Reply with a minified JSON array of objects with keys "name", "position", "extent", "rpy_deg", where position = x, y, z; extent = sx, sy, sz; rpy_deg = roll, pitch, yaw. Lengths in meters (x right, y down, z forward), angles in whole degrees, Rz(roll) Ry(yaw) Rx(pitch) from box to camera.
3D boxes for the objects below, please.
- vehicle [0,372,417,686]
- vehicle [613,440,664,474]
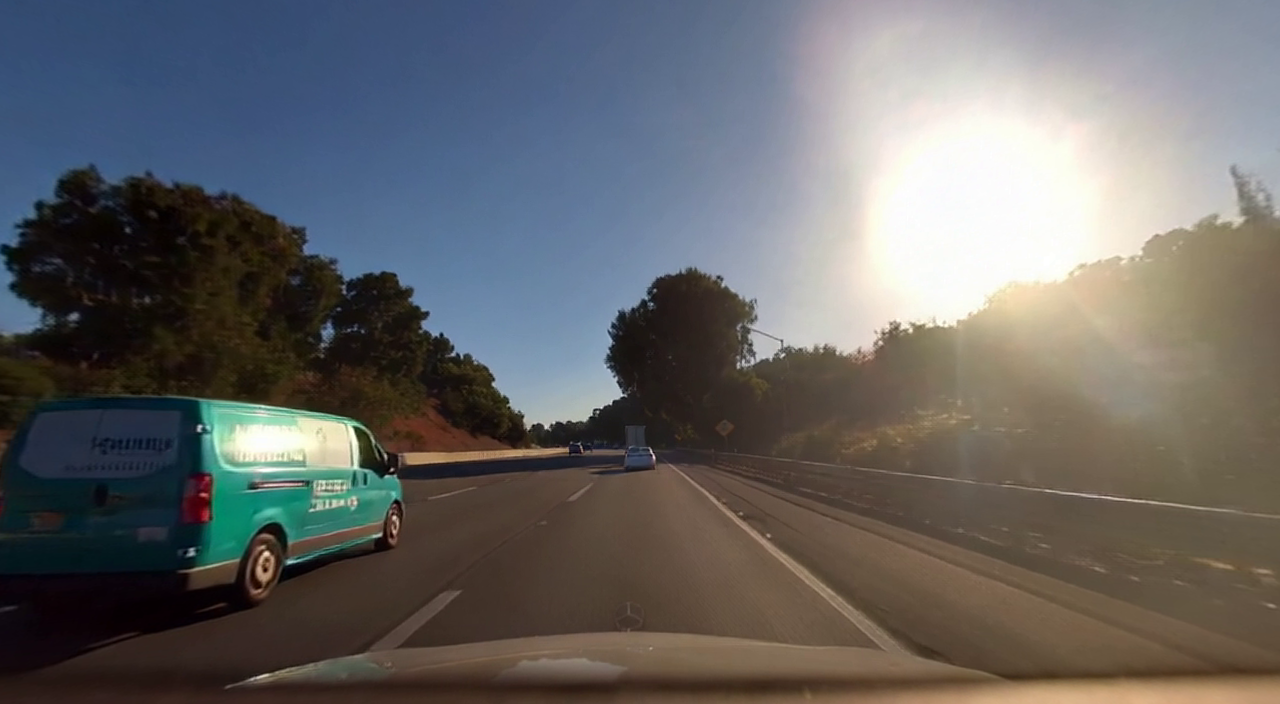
[{"name":"vehicle","position":[-4.279,1.426,6.344],"extent":[2.174,1.862,5.012],"rpy_deg":[0,-9,0]},{"name":"vehicle","position":[-0.049,4.853,29.303],"extent":[2.238,1.479,3.672],"rpy_deg":[0,-9,0]}]
